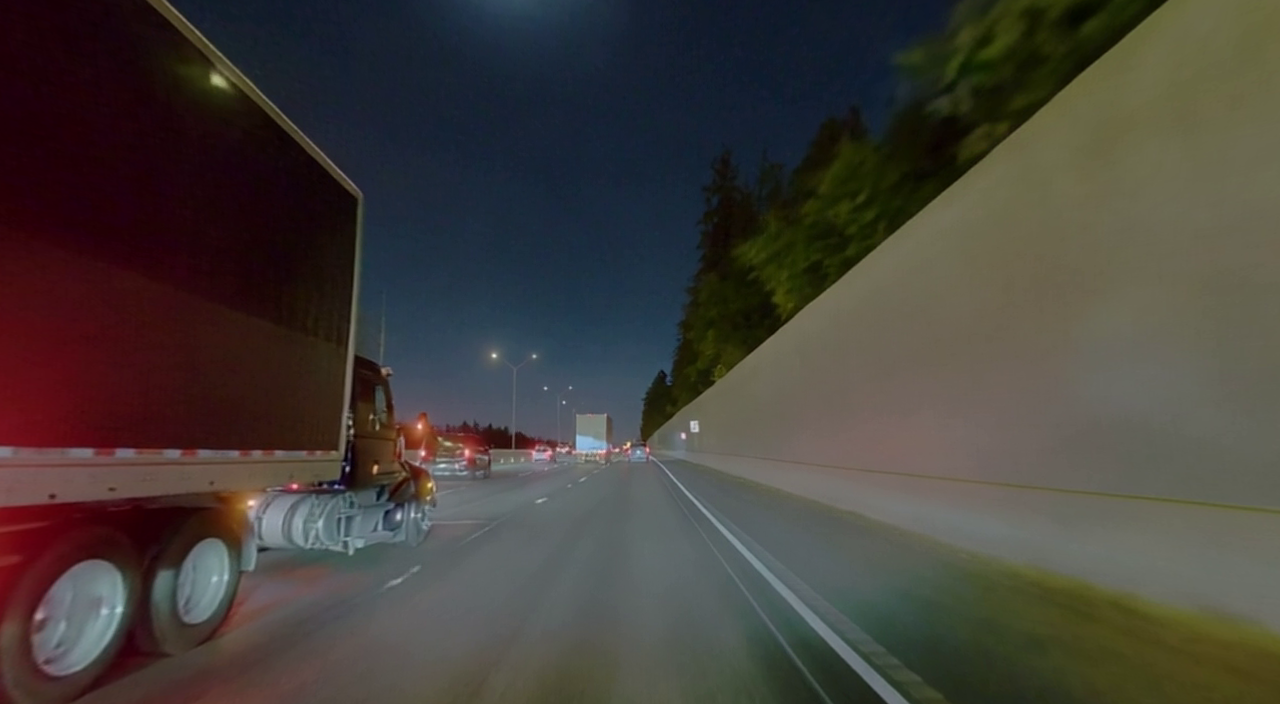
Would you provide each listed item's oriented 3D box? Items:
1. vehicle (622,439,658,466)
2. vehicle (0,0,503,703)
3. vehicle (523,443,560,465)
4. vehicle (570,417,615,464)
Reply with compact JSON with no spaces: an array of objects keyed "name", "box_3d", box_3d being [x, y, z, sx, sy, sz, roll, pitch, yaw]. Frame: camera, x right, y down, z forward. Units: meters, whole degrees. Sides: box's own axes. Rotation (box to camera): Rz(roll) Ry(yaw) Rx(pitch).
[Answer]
[{"name":"vehicle","box_3d":[0.003,6.346,39.932,2.178,1.640,4.071,0,-8,0]},{"name":"vehicle","box_3d":[-3.785,0.524,5.422,3.025,3.266,9.256,0,-8,1]},{"name":"vehicle","box_3d":[-7.161,7.462,46.166,1.962,1.489,4.002,0,-8,1]},{"name":"vehicle","box_3d":[-3.588,7.061,49.876,2.956,3.331,9.575,0,-8,-1]}]
